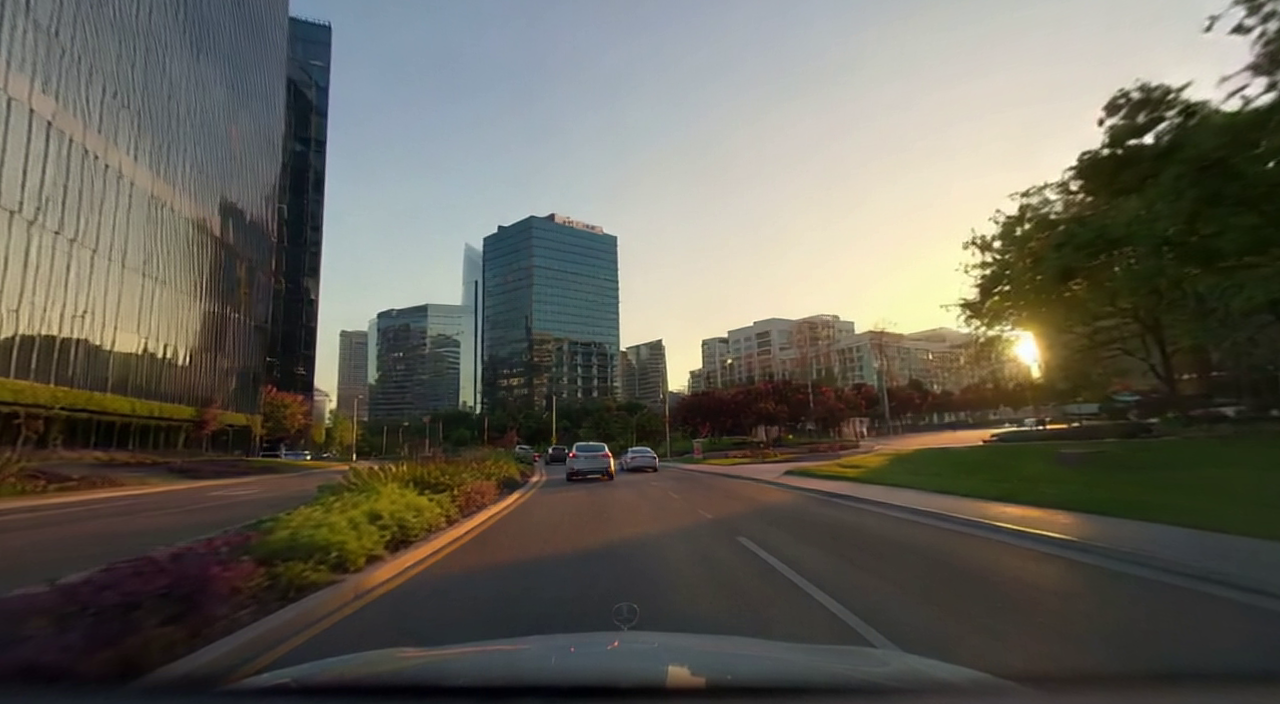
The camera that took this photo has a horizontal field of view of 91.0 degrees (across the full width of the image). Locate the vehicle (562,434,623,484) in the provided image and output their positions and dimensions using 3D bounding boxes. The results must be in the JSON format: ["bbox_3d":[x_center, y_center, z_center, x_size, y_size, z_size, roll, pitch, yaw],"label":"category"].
[{"bbox_3d":[-1.924,4.163,24.851,2.173,1.761,4.374,1,-8,-6],"label":"vehicle"}]

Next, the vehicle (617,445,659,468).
[{"bbox_3d":[-0.198,7.263,44.057,2.116,1.506,4.355,2,-8,-11],"label":"vehicle"}]
